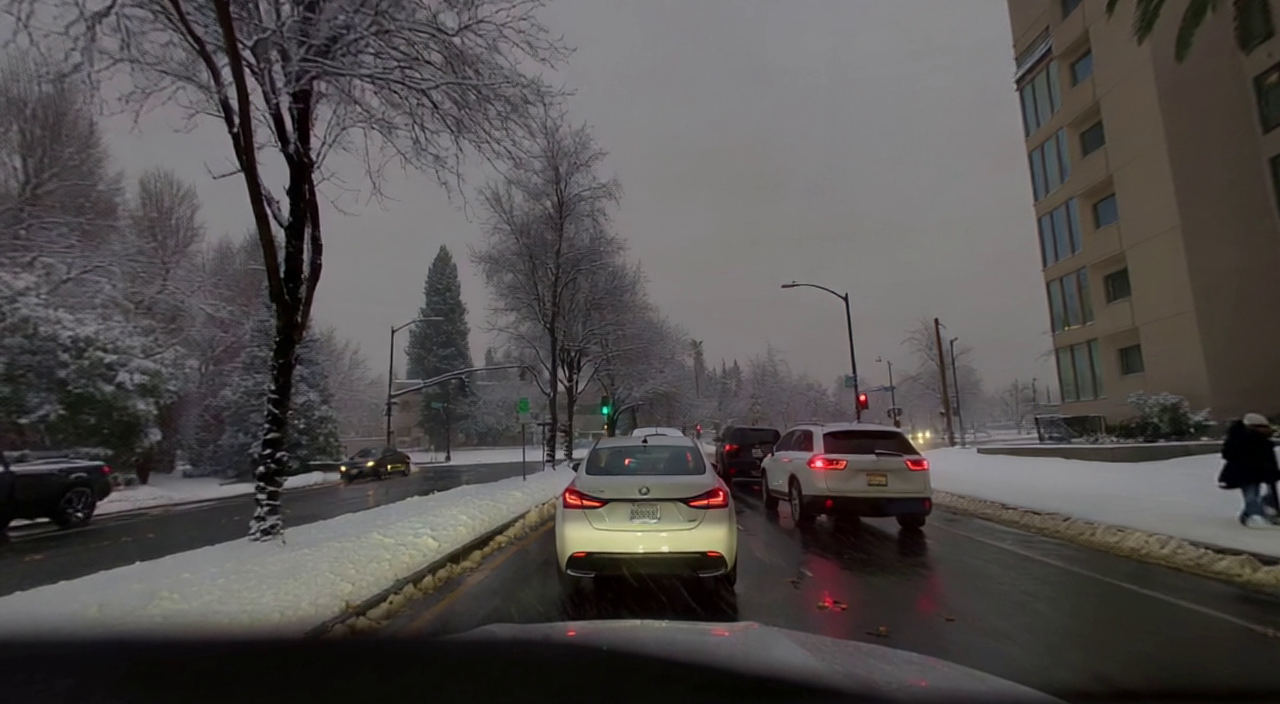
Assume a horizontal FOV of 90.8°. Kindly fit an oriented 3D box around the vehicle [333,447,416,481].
[{"bbox_3d":[-13.176,5.565,31.707,1.965,1.507,4.725,-1,-8,2],"label":"vehicle"}]

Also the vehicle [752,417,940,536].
[{"bbox_3d":[3.410,2.155,11.508,2.003,1.733,4.319,0,-8,1],"label":"vehicle"}]

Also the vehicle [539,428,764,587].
[{"bbox_3d":[0.148,1.750,7.938,2.088,1.452,3.993,0,-8,1],"label":"vehicle"}]

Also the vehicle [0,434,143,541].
[{"bbox_3d":[-13.050,2.717,12.280,2.240,1.964,5.707,-6,-8,0],"label":"vehicle"}]

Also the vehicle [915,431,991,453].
[{"bbox_3d":[22.753,6.551,46.001,4.479,1.513,2.074,1,-9,-7],"label":"vehicle"}]
